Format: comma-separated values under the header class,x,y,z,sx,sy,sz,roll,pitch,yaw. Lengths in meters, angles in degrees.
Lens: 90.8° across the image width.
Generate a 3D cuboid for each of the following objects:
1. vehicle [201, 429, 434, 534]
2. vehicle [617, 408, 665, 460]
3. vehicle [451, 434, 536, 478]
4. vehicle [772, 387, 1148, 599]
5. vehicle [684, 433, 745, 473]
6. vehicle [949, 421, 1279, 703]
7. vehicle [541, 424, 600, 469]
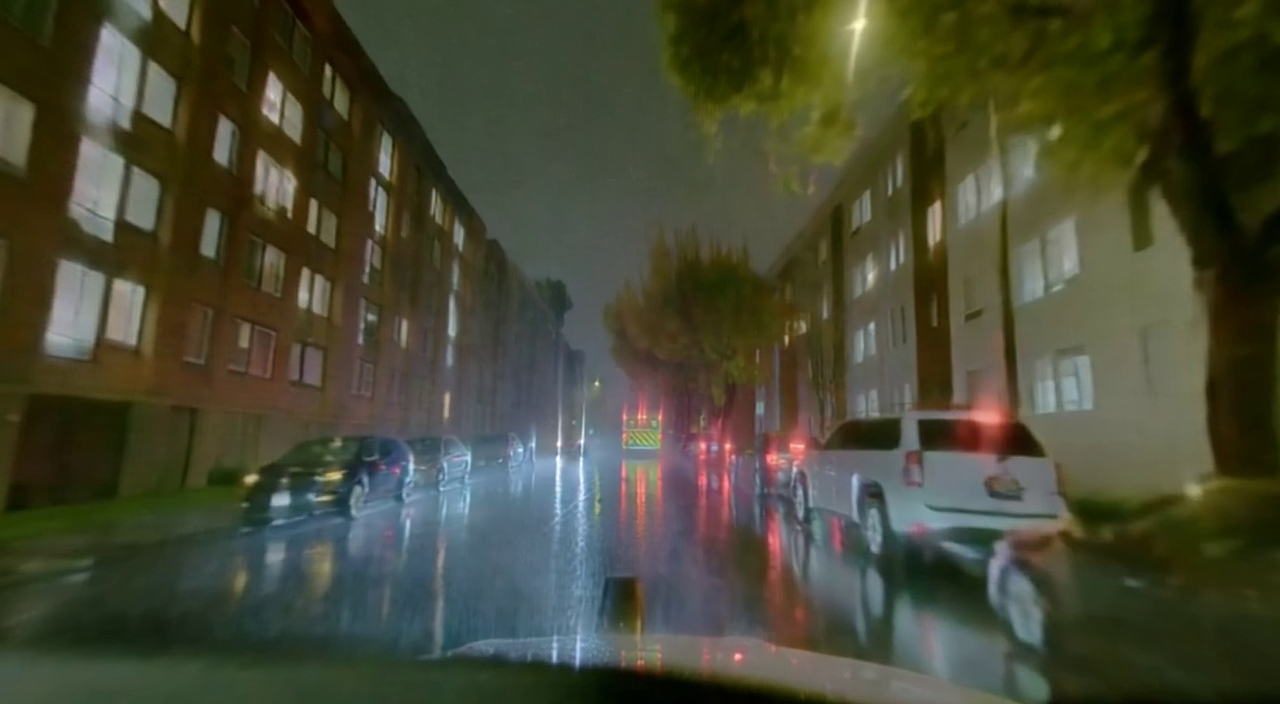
class,x,y,z,sx,sy,sz,roll,pitch,yaw
vehicle,-5.406,2.167,11.378,1.921,1.482,4.280,-1,-7,0
vehicle,-0.078,5.260,40.547,2.754,3.008,7.730,0,-8,-2
vehicle,-5.293,3.799,23.561,2.047,1.471,4.647,0,-7,0
vehicle,3.329,1.554,7.991,2.188,1.810,4.709,2,-8,-2
vehicle,3.311,4.526,28.802,2.035,1.549,4.373,4,-8,-2
vehicle,3.386,1.055,2.709,1.913,1.434,4.408,2,-7,0
vehicle,-2.938,4.076,27.557,2.029,1.802,4.229,0,-7,1
